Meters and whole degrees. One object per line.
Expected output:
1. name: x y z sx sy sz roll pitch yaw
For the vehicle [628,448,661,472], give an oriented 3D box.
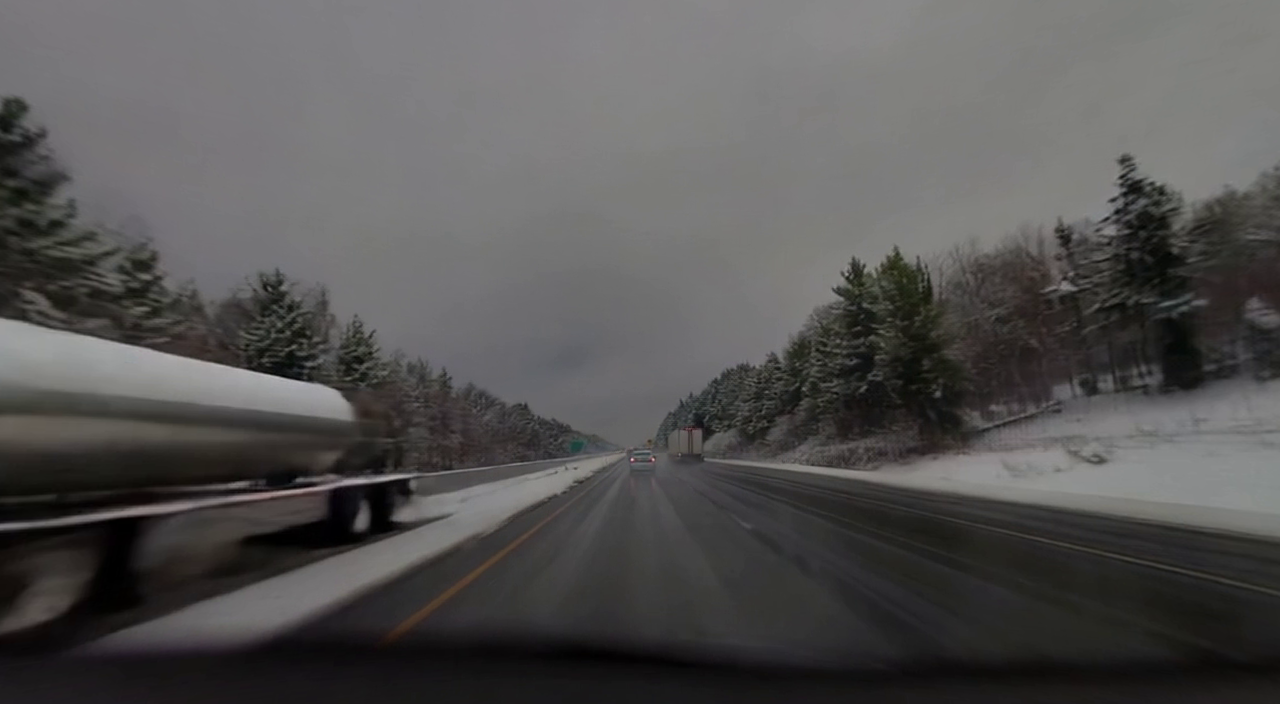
1. vehicle: 0.243 6.574 38.384 1.926 1.386 3.615 0 -9 0
